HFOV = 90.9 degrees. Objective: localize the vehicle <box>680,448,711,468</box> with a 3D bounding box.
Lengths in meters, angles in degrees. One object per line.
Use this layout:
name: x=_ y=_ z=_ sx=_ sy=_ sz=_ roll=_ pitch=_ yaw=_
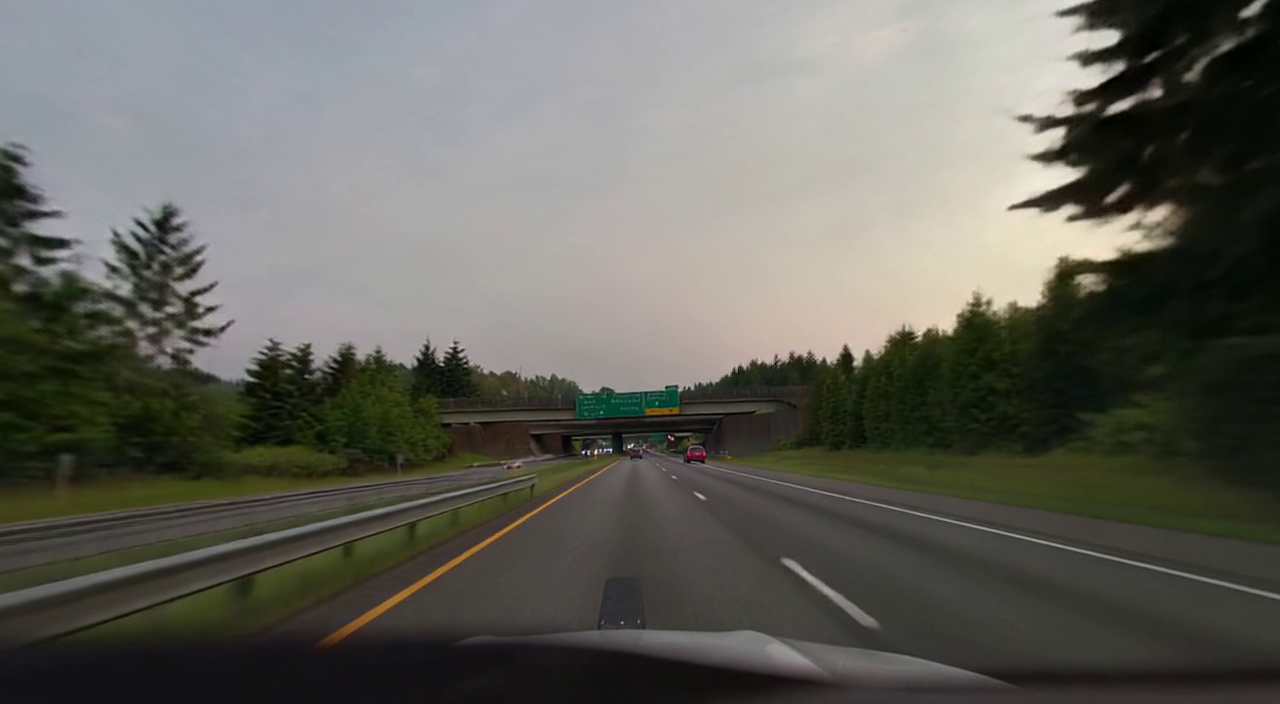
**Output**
vehicle: x=4.335 y=8.328 z=49.704 sx=1.987 sy=1.473 sz=4.244 roll=0 pitch=-9 yaw=0
